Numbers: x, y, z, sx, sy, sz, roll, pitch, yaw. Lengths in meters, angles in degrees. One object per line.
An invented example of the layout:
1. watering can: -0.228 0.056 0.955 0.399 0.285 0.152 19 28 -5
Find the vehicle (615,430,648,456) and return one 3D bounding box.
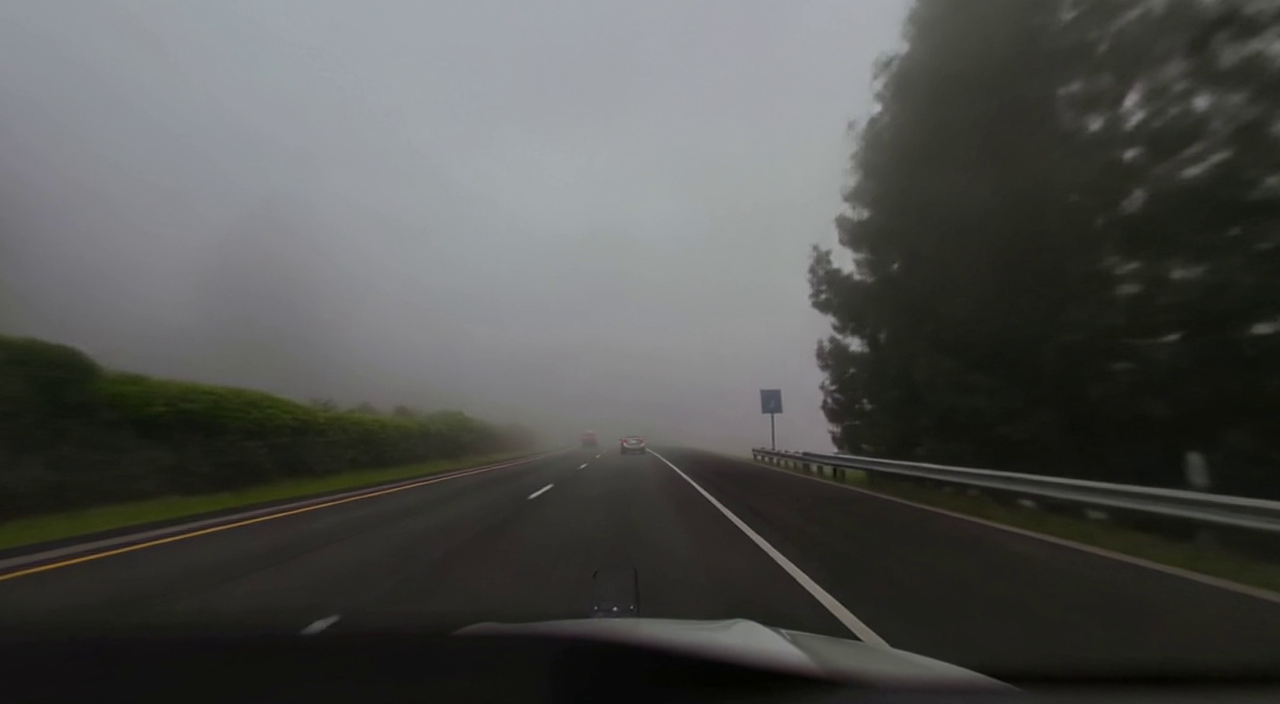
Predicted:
1. vehicle: -0.555 5.844 40.644 2.041 1.618 3.898 0 -8 -1
